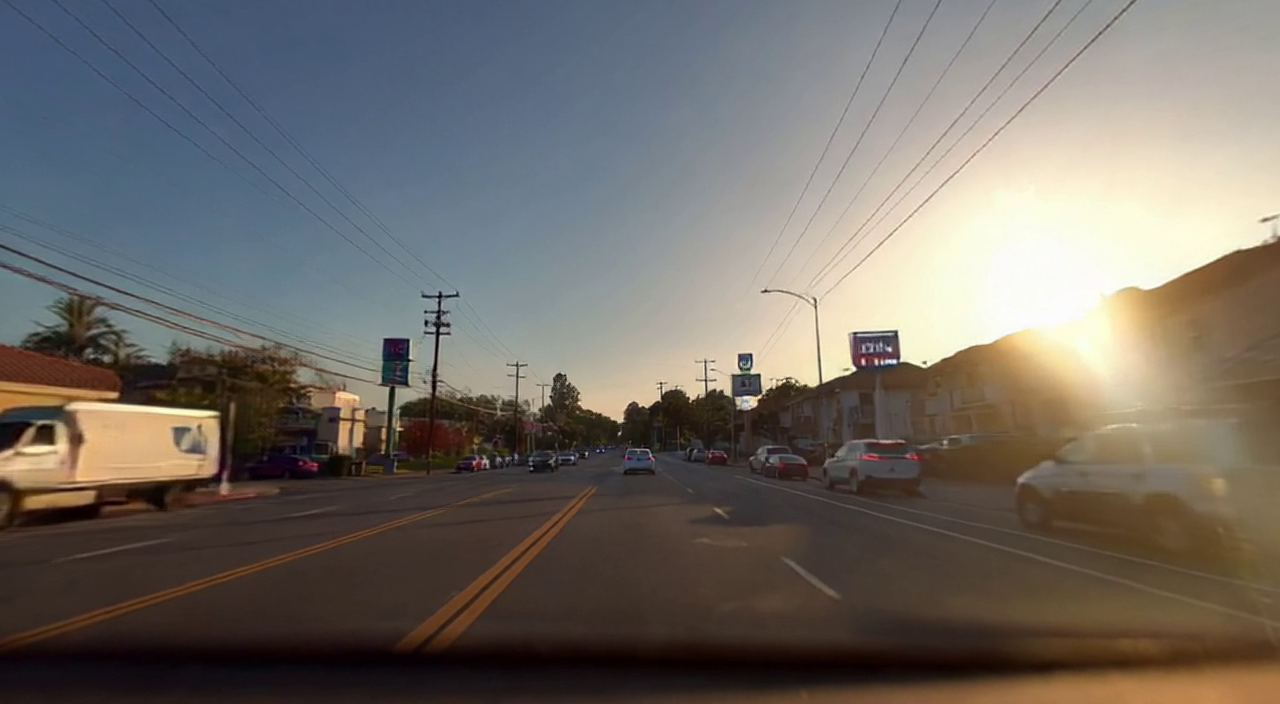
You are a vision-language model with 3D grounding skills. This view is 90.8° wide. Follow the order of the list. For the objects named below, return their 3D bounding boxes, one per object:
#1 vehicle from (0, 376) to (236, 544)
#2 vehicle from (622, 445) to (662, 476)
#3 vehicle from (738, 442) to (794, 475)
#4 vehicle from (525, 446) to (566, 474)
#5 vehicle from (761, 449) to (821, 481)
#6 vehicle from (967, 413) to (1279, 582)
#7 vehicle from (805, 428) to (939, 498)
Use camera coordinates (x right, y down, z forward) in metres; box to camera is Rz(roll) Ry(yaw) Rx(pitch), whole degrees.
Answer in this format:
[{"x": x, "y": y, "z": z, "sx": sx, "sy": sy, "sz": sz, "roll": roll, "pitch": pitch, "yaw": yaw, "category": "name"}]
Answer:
[{"x": -14.207, "y": 2.688, "z": 16.175, "sx": 2.865, "sy": 3.346, "sz": 7.163, "roll": 0, "pitch": -8, "yaw": 0, "category": "vehicle"}, {"x": 0.070, "y": 5.942, "z": 34.839, "sx": 2.067, "sy": 1.547, "sz": 4.513, "roll": 0, "pitch": -8, "yaw": -1, "category": "vehicle"}, {"x": 7.640, "y": 6.508, "z": 38.950, "sx": 2.188, "sy": 1.903, "sz": 5.324, "roll": 0, "pitch": -8, "yaw": -2, "category": "vehicle"}, {"x": -6.231, "y": 7.139, "z": 42.046, "sx": 2.096, "sy": 1.702, "sz": 4.244, "roll": 0, "pitch": -8, "yaw": 0, "category": "vehicle"}, {"x": 7.719, "y": 5.796, "z": 32.680, "sx": 1.833, "sy": 1.475, "sz": 4.648, "roll": 0, "pitch": -8, "yaw": -2, "category": "vehicle"}, {"x": 7.909, "y": 2.074, "z": 10.118, "sx": 2.188, "sy": 1.897, "sz": 5.794, "roll": 0, "pitch": -8, "yaw": 0, "category": "vehicle"}, {"x": 7.633, "y": 3.721, "z": 21.684, "sx": 2.370, "sy": 2.022, "sz": 5.918, "roll": 0, "pitch": -8, "yaw": 0, "category": "vehicle"}]
